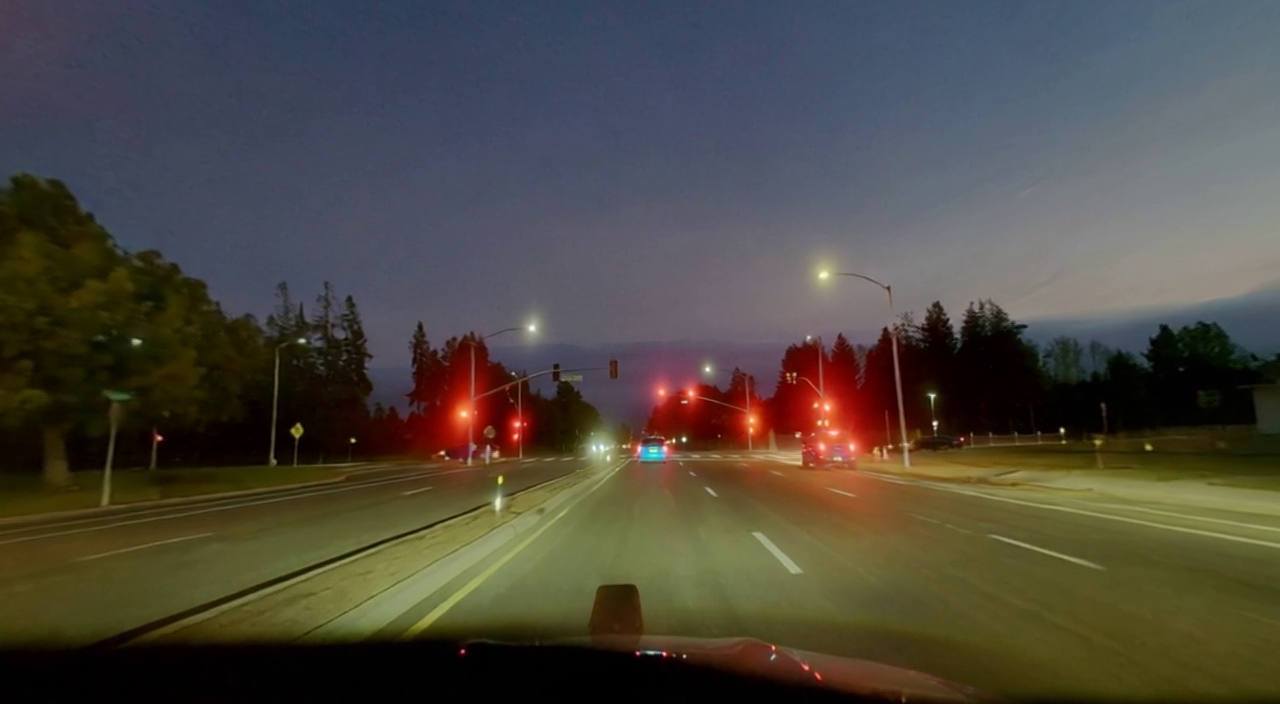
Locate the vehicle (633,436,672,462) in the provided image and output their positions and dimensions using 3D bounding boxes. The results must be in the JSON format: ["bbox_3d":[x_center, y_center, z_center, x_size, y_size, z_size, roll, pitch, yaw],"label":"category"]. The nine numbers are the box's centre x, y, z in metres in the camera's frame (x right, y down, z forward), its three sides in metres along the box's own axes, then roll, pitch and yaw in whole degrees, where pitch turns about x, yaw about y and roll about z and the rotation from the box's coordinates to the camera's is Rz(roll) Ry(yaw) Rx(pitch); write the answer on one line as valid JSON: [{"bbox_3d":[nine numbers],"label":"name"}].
[{"bbox_3d":[0.858,6.353,41.504,2.074,1.570,3.647,0,-8,9],"label":"vehicle"}]
